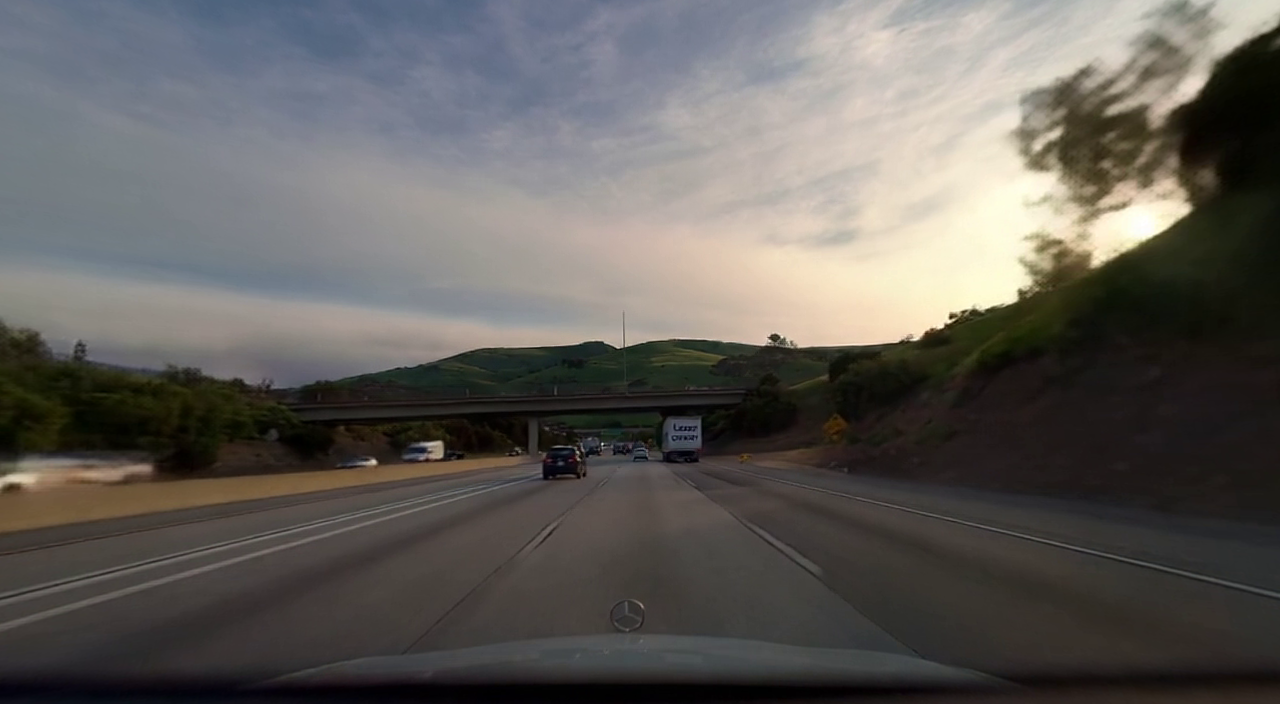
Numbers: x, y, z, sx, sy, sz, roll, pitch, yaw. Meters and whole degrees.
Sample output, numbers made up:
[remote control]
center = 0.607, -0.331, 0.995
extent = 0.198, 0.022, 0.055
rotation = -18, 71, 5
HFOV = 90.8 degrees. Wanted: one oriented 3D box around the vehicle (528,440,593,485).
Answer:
[vehicle]
center = -3.073, 4.395, 25.341
extent = 2.052, 1.654, 4.303
rotation = 0, -9, 0
